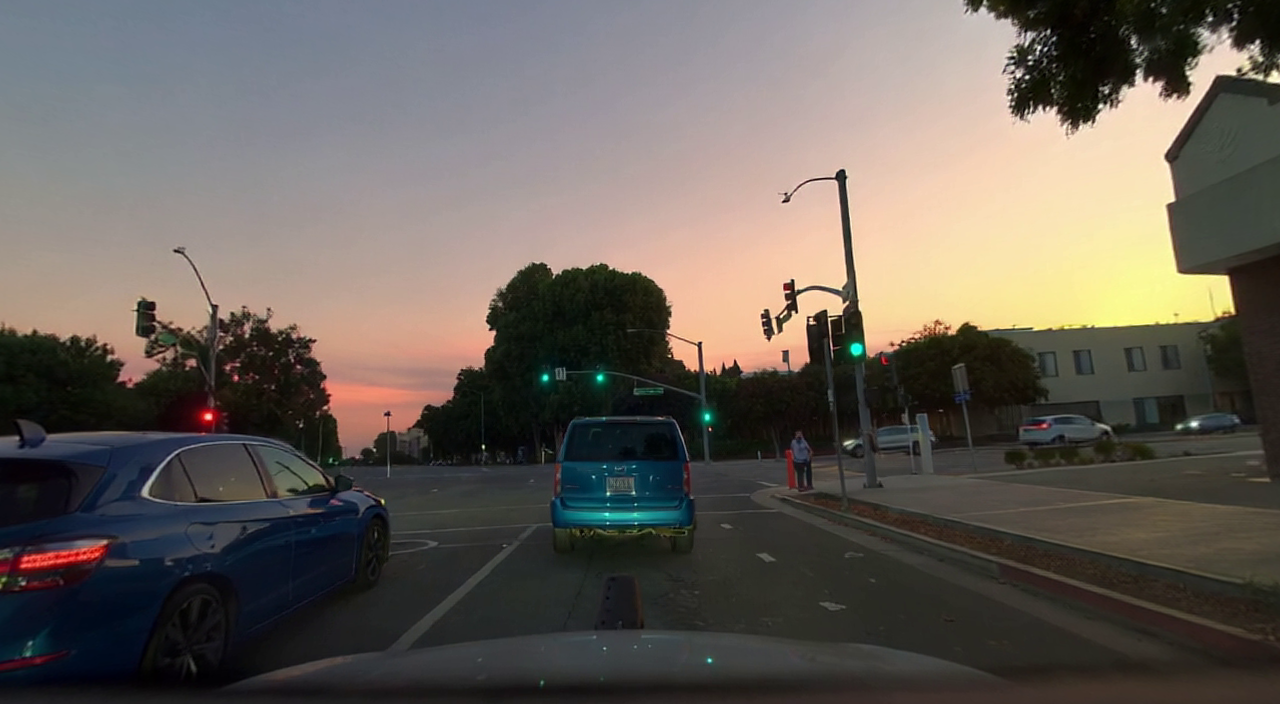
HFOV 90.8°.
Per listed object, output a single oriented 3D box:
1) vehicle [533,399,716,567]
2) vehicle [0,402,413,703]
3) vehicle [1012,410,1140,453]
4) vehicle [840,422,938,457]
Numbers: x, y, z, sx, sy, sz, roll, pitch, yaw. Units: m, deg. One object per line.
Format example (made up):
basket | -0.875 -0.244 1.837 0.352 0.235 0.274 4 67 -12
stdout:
vehicle | -0.186 1.796 9.342 2.059 1.877 4.249 0 -8 0
vehicle | -3.377 1.261 4.554 2.011 1.527 4.008 0 -8 -1
vehicle | 21.423 3.913 31.082 5.215 1.967 2.392 1 -9 -19
vehicle | 14.022 4.941 35.593 4.872 1.806 2.107 3 -9 -20
